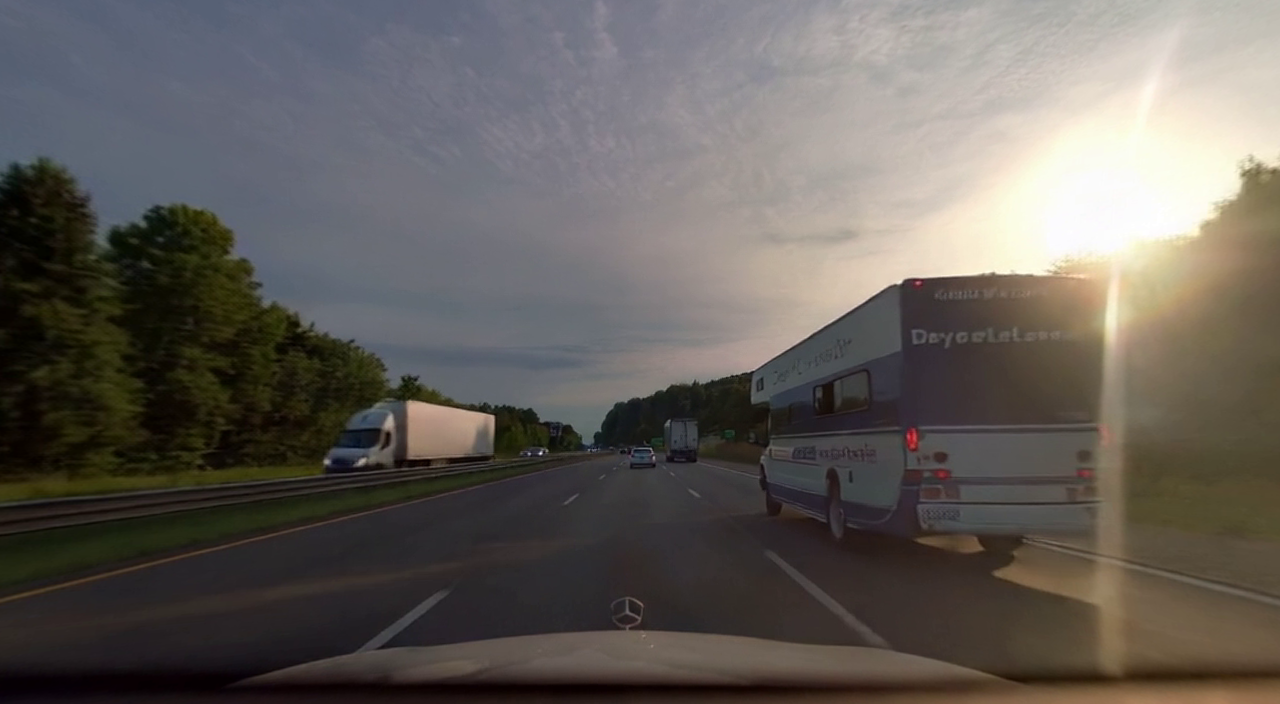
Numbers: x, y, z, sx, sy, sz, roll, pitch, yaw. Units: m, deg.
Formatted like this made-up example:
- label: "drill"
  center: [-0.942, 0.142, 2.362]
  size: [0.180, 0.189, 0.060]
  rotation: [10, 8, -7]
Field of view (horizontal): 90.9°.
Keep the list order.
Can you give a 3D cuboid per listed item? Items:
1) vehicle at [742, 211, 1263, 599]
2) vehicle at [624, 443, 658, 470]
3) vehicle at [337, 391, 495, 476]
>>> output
- label: "vehicle"
  center: [3.913, 1.077, 10.090]
  size: [2.931, 3.530, 8.760]
  rotation: [0, -9, -1]
- label: "vehicle"
  center: [0.054, 7.104, 42.881]
  size: [2.151, 1.678, 3.923]
  rotation: [0, -9, 0]
- label: "vehicle"
  center: [-12.426, 5.154, 38.077]
  size: [3.039, 3.901, 17.384]
  rotation: [0, -9, 1]
